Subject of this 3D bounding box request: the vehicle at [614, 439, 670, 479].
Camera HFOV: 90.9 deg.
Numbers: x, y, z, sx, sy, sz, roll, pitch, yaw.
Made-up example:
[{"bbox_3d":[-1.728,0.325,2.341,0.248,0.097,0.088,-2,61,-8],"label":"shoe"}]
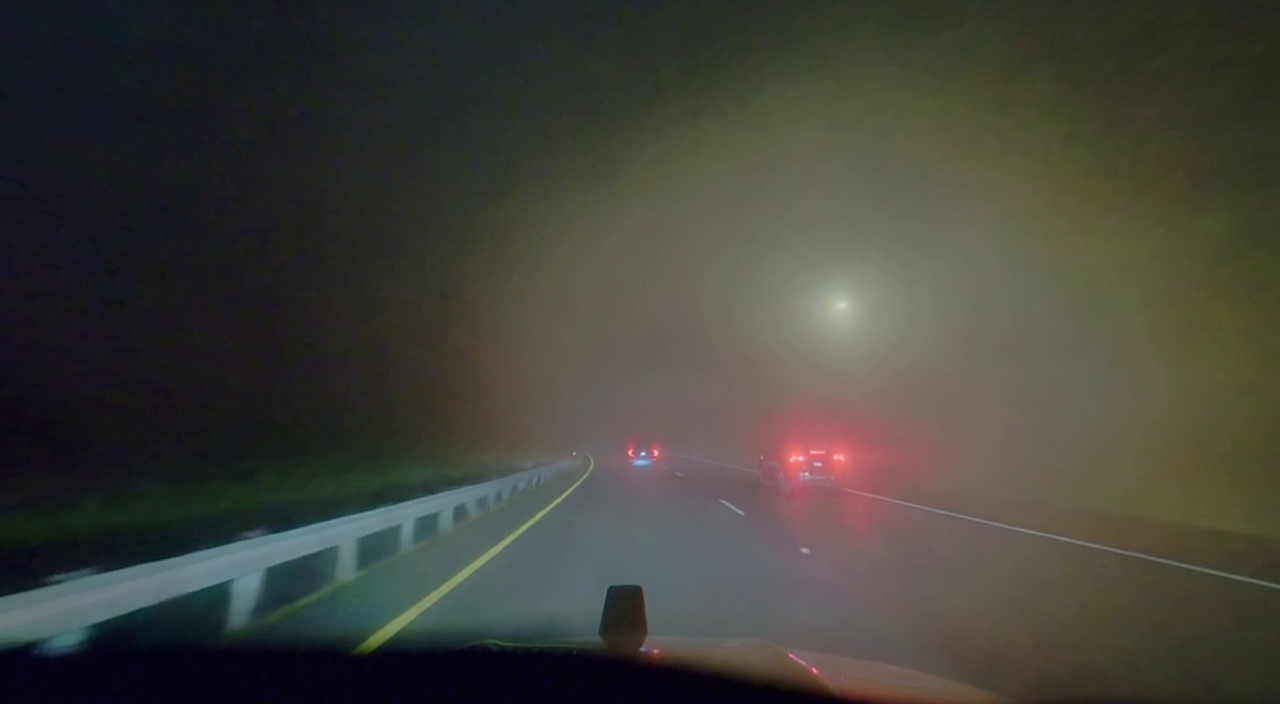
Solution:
[{"bbox_3d":[-0.021,4.423,26.338,2.029,1.474,4.183,0,-9,-4],"label":"vehicle"}]
